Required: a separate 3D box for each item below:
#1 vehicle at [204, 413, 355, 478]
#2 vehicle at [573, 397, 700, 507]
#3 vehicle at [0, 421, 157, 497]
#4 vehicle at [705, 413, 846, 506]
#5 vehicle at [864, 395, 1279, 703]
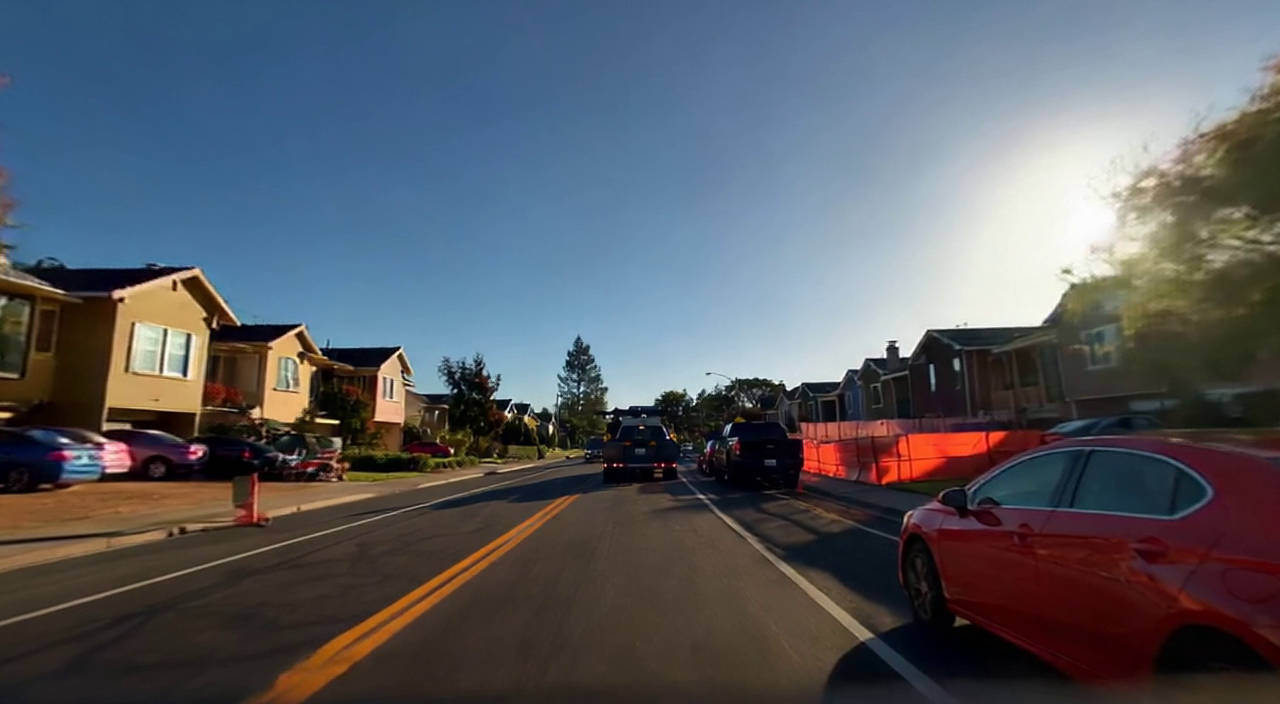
[{"bbox_3d":[-13.388,3.546,23.917,2.475,2.157,5.567,0,-8,-1],"label":"vehicle"},{"bbox_3d":[-0.027,2.668,17.028,2.751,2.361,6.347,1,-9,1],"label":"vehicle"},{"bbox_3d":[-14.969,2.756,16.491,2.010,1.721,4.499,2,-9,-16],"label":"vehicle"},{"bbox_3d":[3.224,2.758,16.471,2.486,1.993,5.667,0,-8,0],"label":"vehicle"},{"bbox_3d":[3.039,1.102,3.401,2.010,1.499,4.481,0,-8,0],"label":"vehicle"}]
